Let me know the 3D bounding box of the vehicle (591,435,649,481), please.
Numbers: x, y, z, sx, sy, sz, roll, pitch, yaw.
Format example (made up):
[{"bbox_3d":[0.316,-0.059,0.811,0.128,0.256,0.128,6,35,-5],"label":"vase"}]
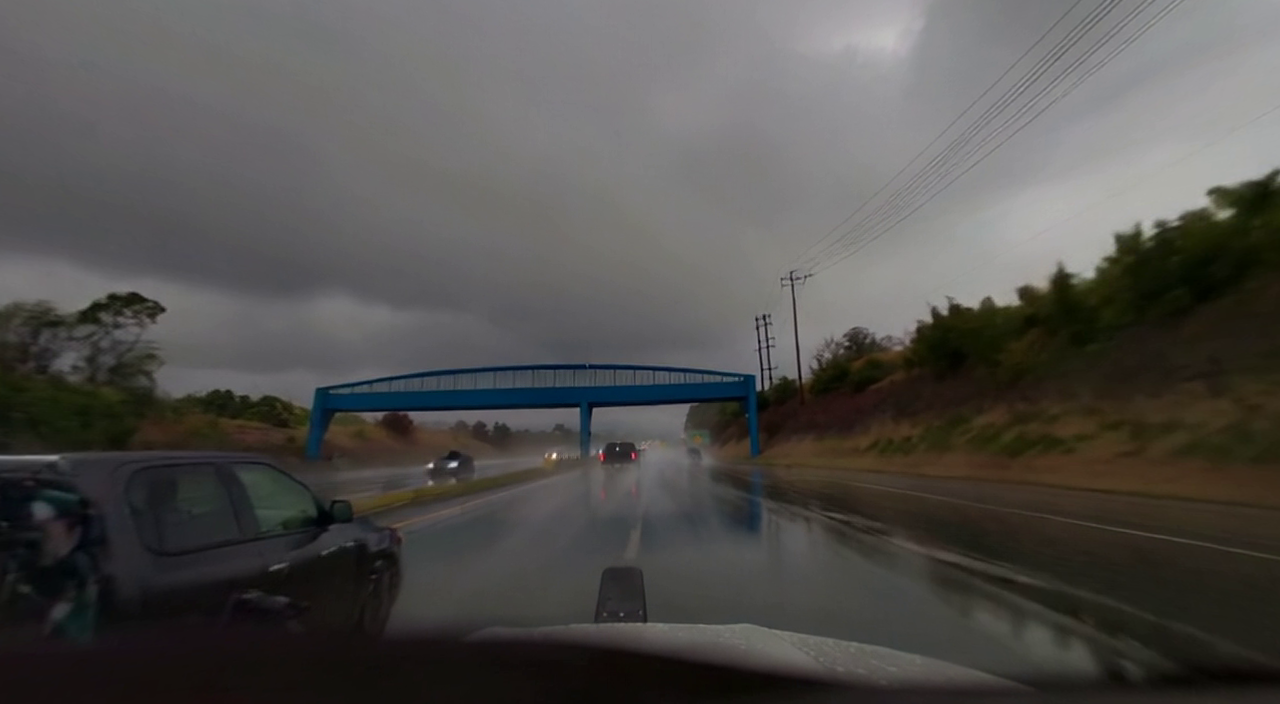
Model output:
[{"bbox_3d":[-0.826,4.941,29.641,2.369,1.948,5.343,-1,-9,2],"label":"vehicle"}]

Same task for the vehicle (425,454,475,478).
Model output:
[{"bbox_3d":[-12.965,7.787,43.301,1.892,1.494,4.499,-1,-9,2],"label":"vehicle"}]
